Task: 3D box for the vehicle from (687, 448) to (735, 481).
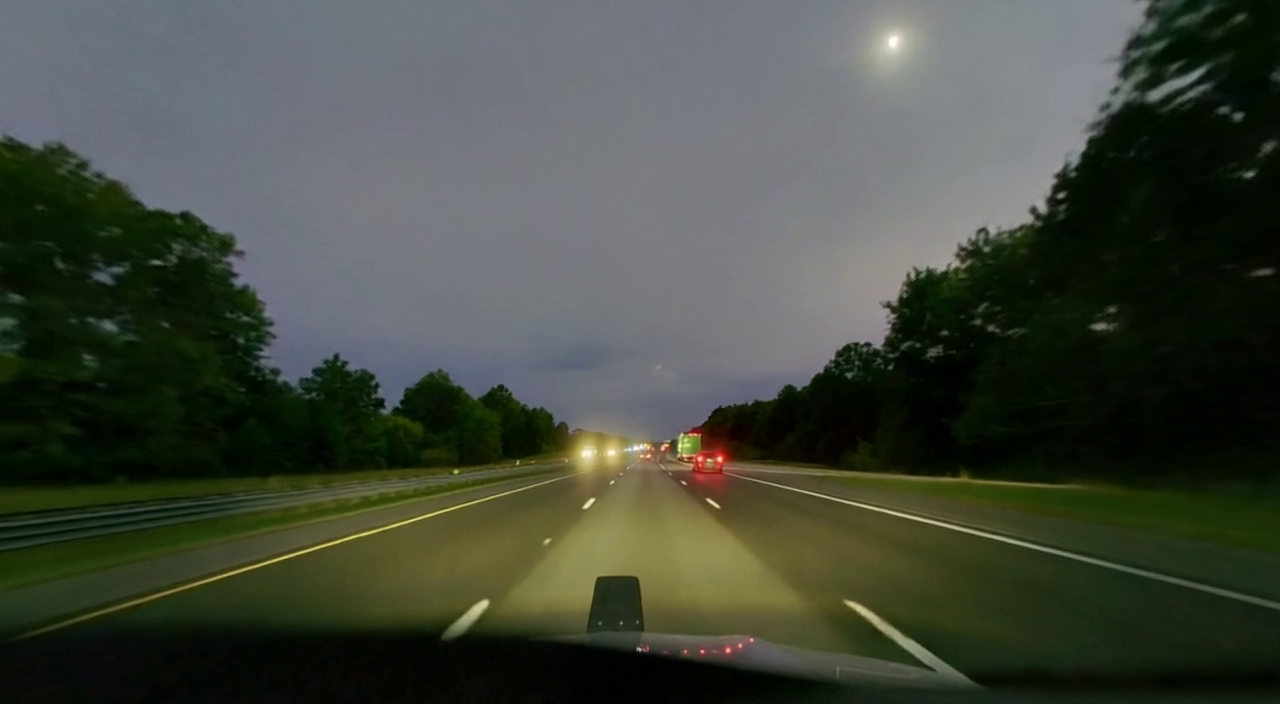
[{"bbox_3d":[3.642,5.817,32.876,2.019,1.601,3.953,0,-9,0],"label":"vehicle"}]
